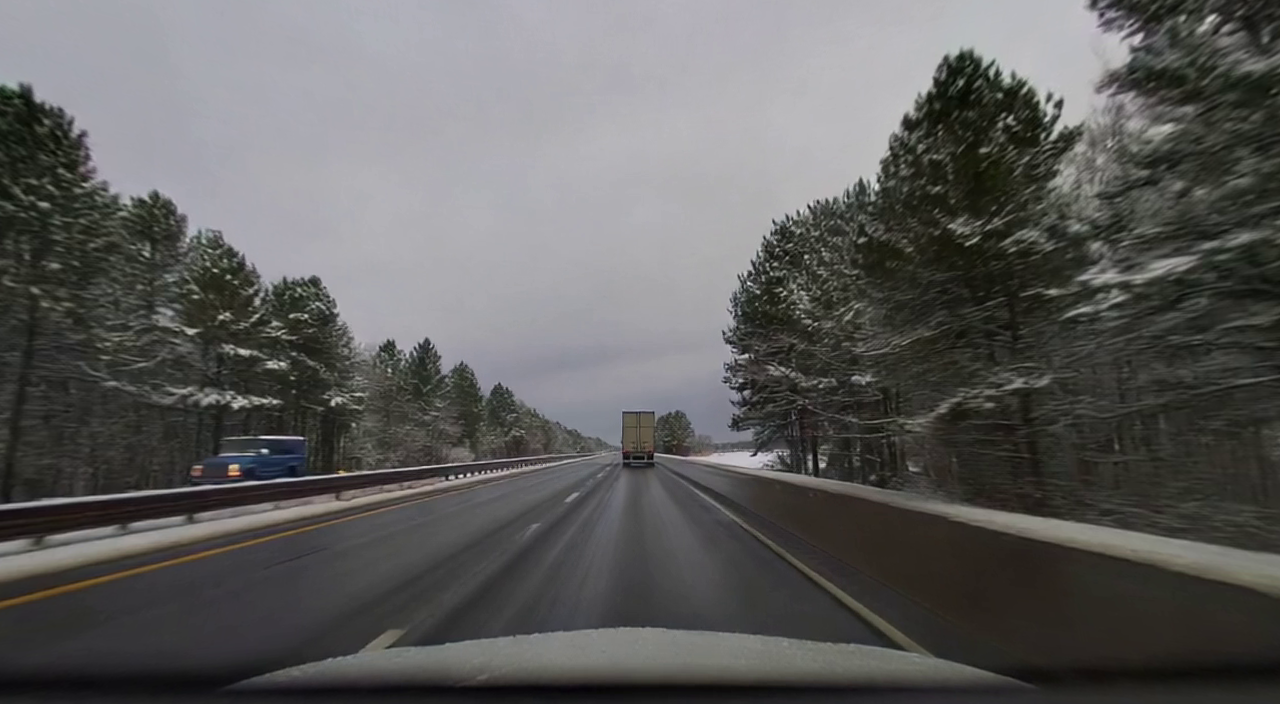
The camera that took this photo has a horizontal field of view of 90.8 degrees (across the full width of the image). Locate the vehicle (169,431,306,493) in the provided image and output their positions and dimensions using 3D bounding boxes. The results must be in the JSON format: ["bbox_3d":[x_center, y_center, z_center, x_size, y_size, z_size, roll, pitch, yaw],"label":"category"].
[{"bbox_3d":[-17.322,4.753,27.626,2.383,2.411,5.354,0,-9,0],"label":"vehicle"}]
